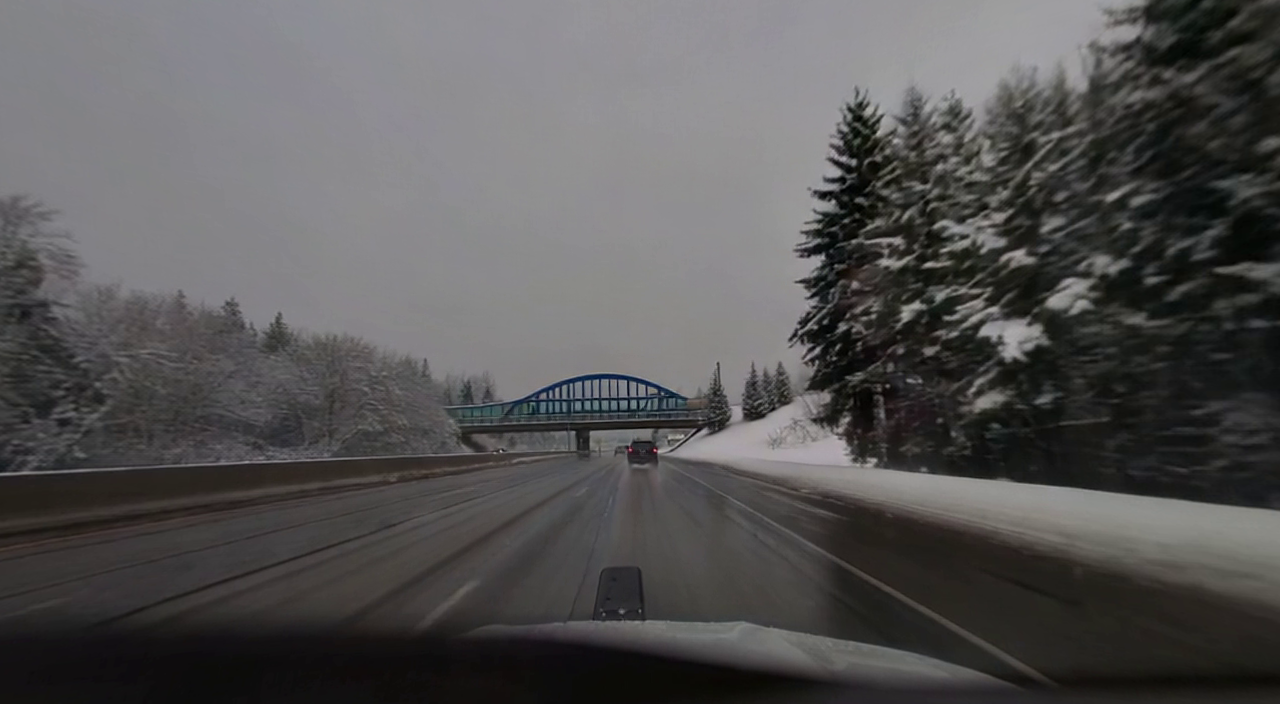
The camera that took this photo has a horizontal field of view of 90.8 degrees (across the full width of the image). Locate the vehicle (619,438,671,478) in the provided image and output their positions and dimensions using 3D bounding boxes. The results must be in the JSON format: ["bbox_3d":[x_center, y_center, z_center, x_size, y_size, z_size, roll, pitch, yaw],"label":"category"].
[{"bbox_3d":[0.194,5.027,30.162,2.299,1.716,4.579,0,-9,-1],"label":"vehicle"}]

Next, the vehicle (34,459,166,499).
[{"bbox_3d":[-22.005,5.160,25.975,1.874,1.388,4.072,0,-9,-1],"label":"vehicle"}]
